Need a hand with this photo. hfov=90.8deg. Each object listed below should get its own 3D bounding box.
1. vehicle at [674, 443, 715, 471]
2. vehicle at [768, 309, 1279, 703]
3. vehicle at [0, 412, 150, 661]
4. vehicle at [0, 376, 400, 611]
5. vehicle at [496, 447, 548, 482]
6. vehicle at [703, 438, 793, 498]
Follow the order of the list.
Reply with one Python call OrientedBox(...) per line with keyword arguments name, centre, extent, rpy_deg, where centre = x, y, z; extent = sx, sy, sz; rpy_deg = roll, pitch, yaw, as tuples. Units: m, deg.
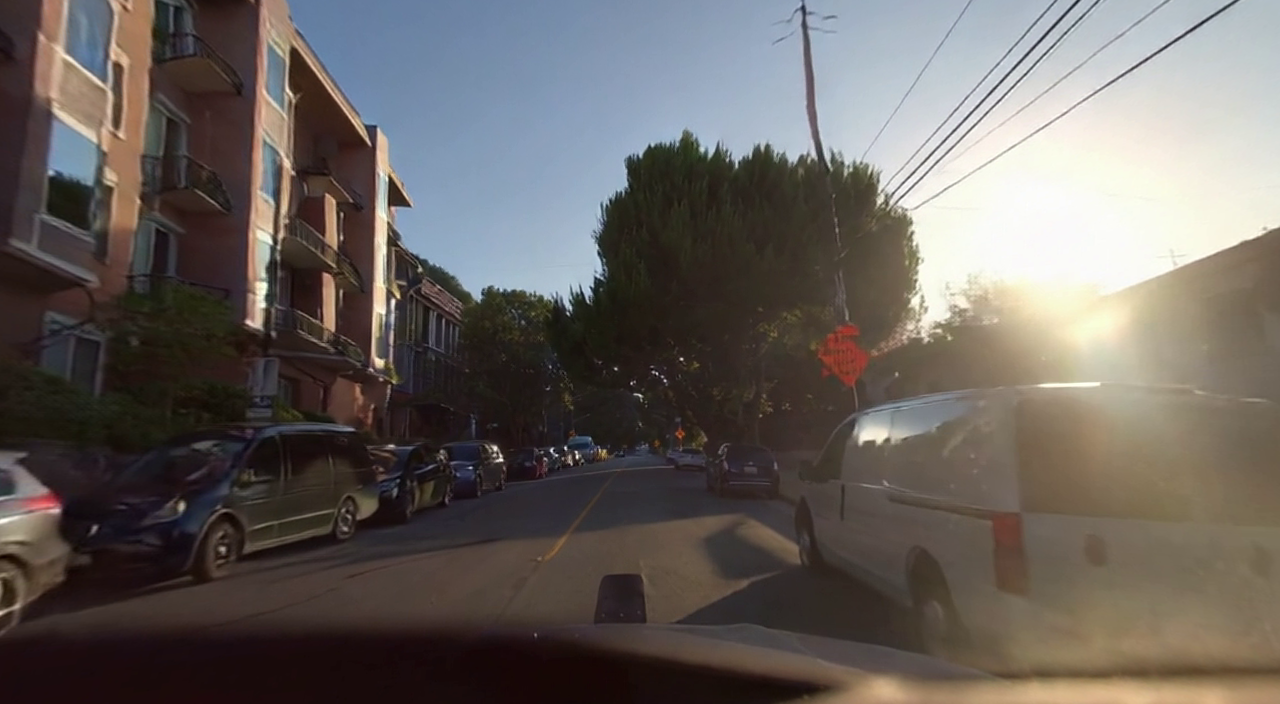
OrientedBox(name="vehicle", centre=(3.068, 6.038, 36.320), extent=(1.835, 1.490, 4.134), rpy_deg=(0, -9, -2))
OrientedBox(name="vehicle", centre=(2.776, 1.003, 5.032), extent=(2.259, 2.119, 5.281), rpy_deg=(-1, -2, -2))
OrientedBox(name="vehicle", centre=(-5.451, 1.124, 3.339), extent=(1.838, 1.725, 4.660), rpy_deg=(0, -9, 2))
OrientedBox(name="vehicle", centre=(-5.444, 1.723, 8.660), extent=(2.196, 2.059, 5.748), rpy_deg=(-2, -9, -1))
OrientedBox(name="vehicle", centre=(-5.397, 5.163, 29.296), extent=(1.722, 1.491, 3.431), rpy_deg=(0, -9, 0))
OrientedBox(name="vehicle", centre=(2.979, 3.297, 18.234), extent=(1.903, 1.512, 3.900), rpy_deg=(0, -9, 0))
